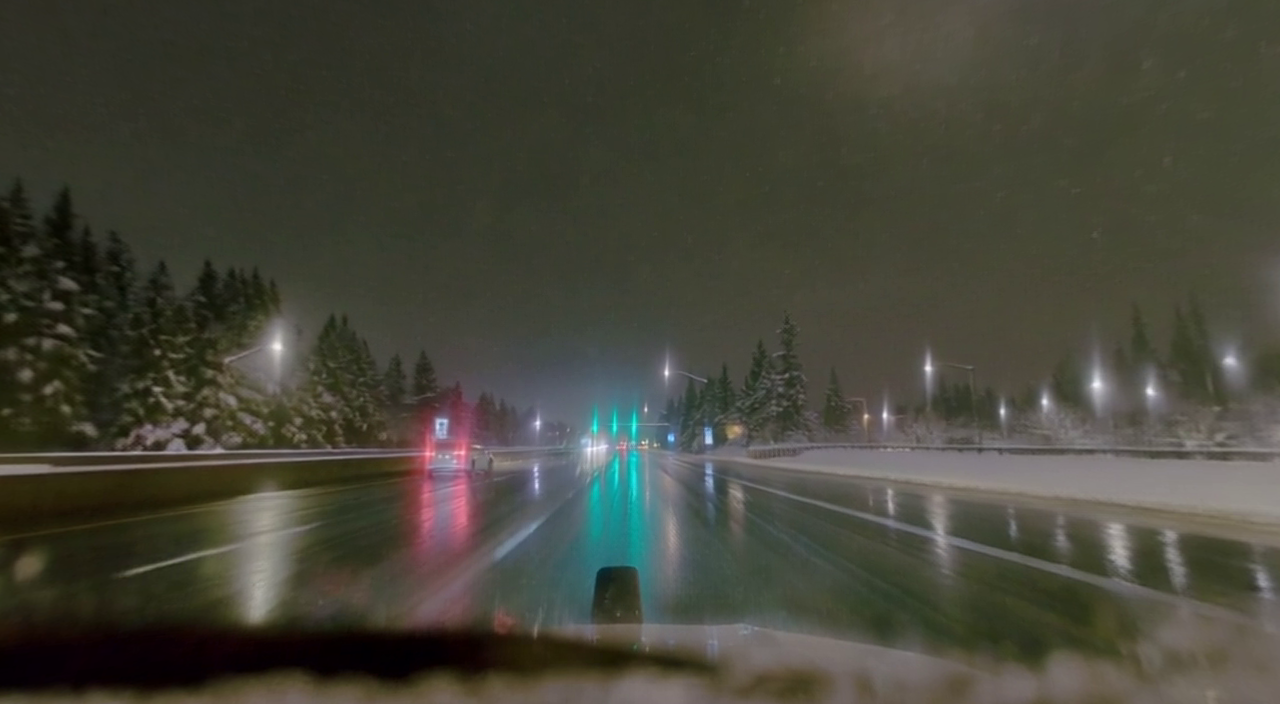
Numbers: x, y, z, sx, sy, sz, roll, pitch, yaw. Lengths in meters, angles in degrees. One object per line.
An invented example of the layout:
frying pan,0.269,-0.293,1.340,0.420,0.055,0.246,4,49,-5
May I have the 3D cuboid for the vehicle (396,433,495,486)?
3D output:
vehicle,-7.205,4.029,24.043,2.231,1.807,4.758,0,-8,0
